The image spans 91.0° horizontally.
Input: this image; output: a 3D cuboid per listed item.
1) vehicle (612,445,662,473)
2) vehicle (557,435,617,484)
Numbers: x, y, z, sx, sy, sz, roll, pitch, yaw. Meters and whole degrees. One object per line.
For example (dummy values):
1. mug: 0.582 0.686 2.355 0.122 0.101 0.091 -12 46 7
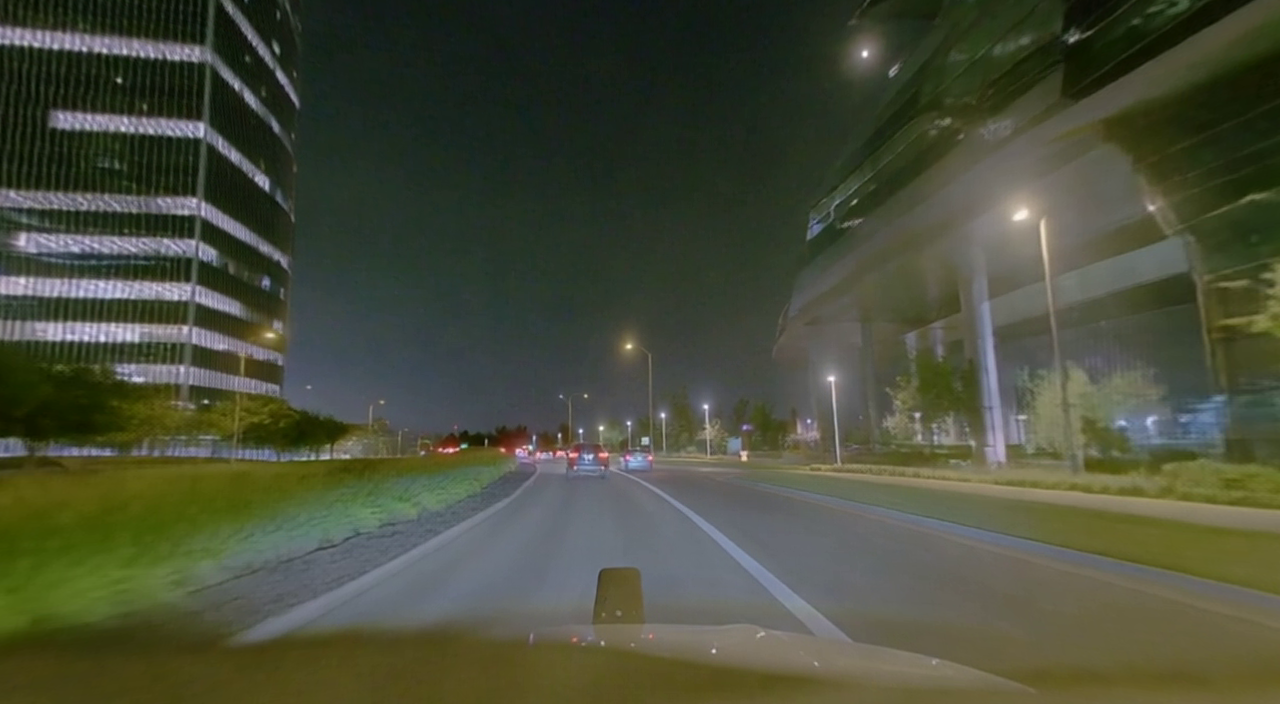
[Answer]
1. vehicle: -0.258 6.123 36.157 2.116 1.506 4.355 2 -9 -10
2. vehicle: -2.200 4.292 25.329 2.173 1.761 4.374 1 -9 -7
